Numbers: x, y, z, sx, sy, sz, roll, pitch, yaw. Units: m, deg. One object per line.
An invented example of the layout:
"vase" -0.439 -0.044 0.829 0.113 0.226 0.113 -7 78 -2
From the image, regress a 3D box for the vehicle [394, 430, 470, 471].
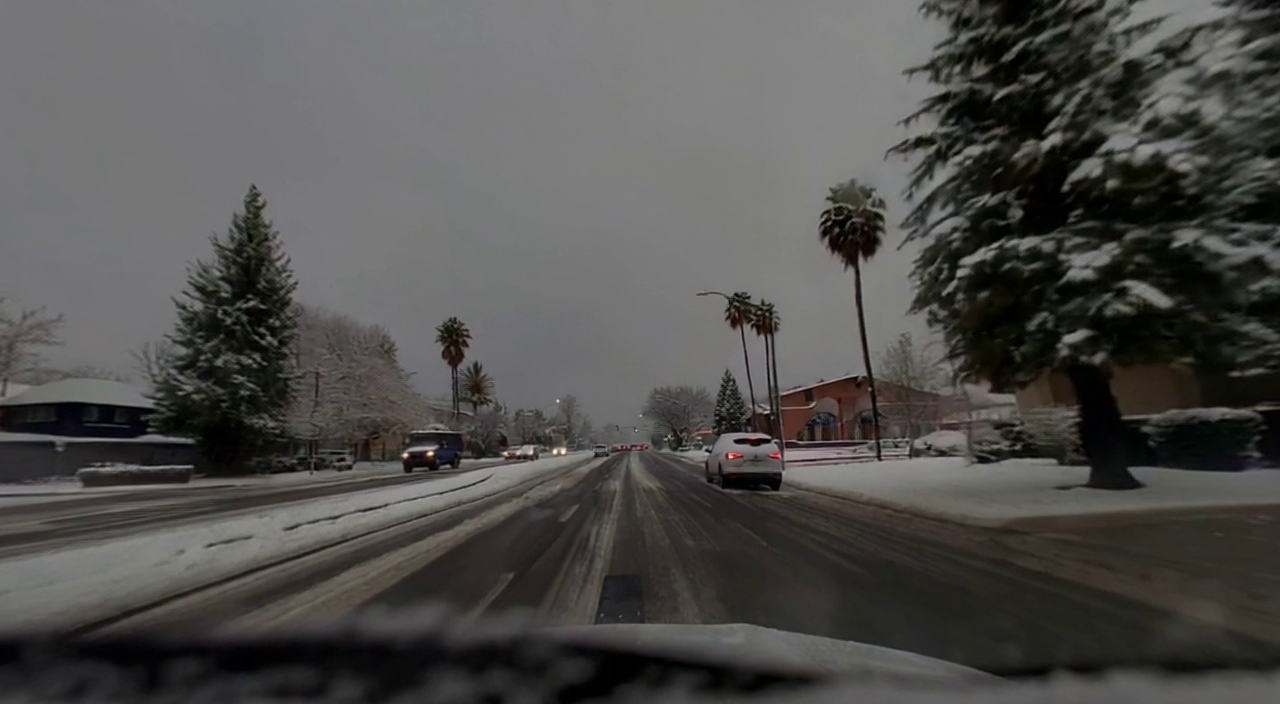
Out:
"vehicle" -15.589 7.464 47.896 3.083 2.852 7.976 0 -8 0

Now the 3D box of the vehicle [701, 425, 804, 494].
"vehicle" 3.395 3.365 20.038 2.244 1.901 4.561 0 -8 -3
